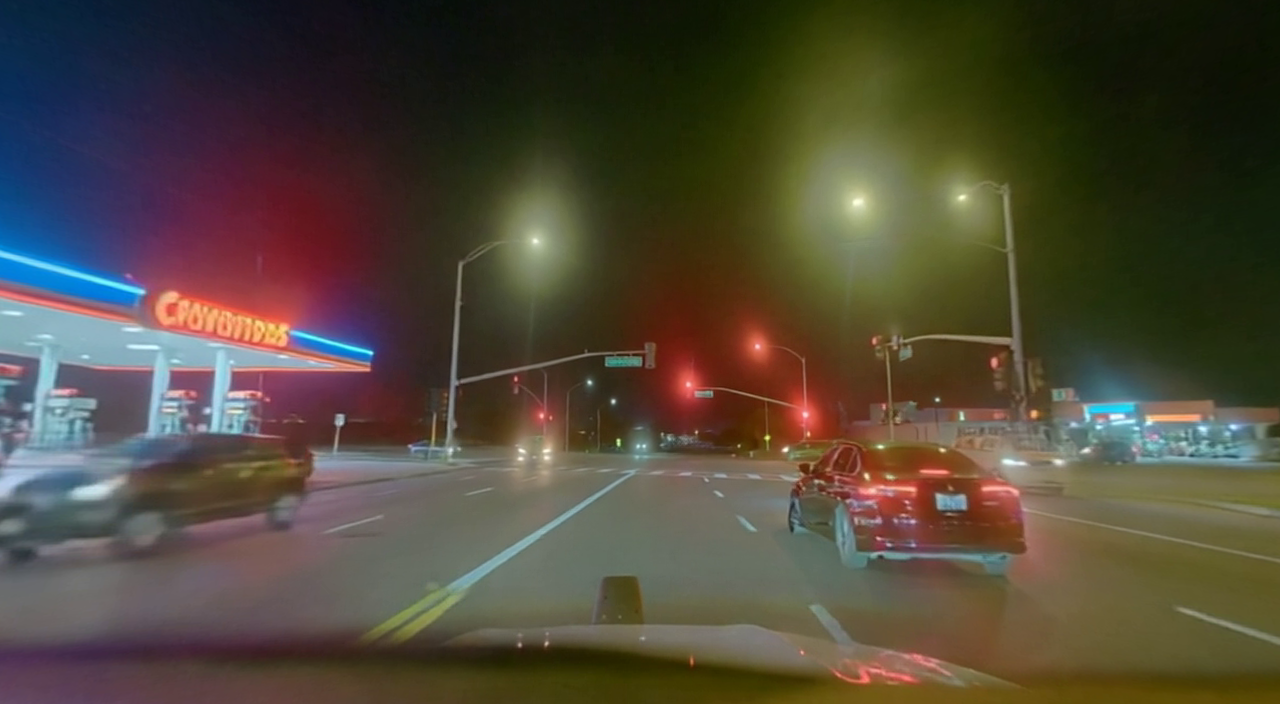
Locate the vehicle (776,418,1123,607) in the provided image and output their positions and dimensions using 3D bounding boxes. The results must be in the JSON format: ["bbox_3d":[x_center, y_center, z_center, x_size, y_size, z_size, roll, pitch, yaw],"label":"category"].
[{"bbox_3d":[3.004,1.650,7.441,1.995,1.525,4.392,0,-9,2],"label":"vehicle"}]

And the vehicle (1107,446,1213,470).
[{"bbox_3d":[33.214,6.785,40.505,4.792,1.467,1.831,-3,-9,18],"label":"vehicle"}]

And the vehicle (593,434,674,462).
[{"bbox_3d":[-0.452,6.372,41.906,5.107,1.775,1.992,-6,-10,32],"label":"vehicle"}]

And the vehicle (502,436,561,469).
[{"bbox_3d":[-6.008,5.504,34.669,2.196,1.696,4.484,3,-9,-22],"label":"vehicle"}]

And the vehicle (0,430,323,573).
[{"bbox_3d":[-6.634,1.914,8.922,1.917,1.487,4.411,-1,-8,1],"label":"vehicle"}]

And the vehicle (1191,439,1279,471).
[{"bbox_3d":[33.238,5.555,34.202,4.568,1.643,1.911,-3,-9,19],"label":"vehicle"}]
